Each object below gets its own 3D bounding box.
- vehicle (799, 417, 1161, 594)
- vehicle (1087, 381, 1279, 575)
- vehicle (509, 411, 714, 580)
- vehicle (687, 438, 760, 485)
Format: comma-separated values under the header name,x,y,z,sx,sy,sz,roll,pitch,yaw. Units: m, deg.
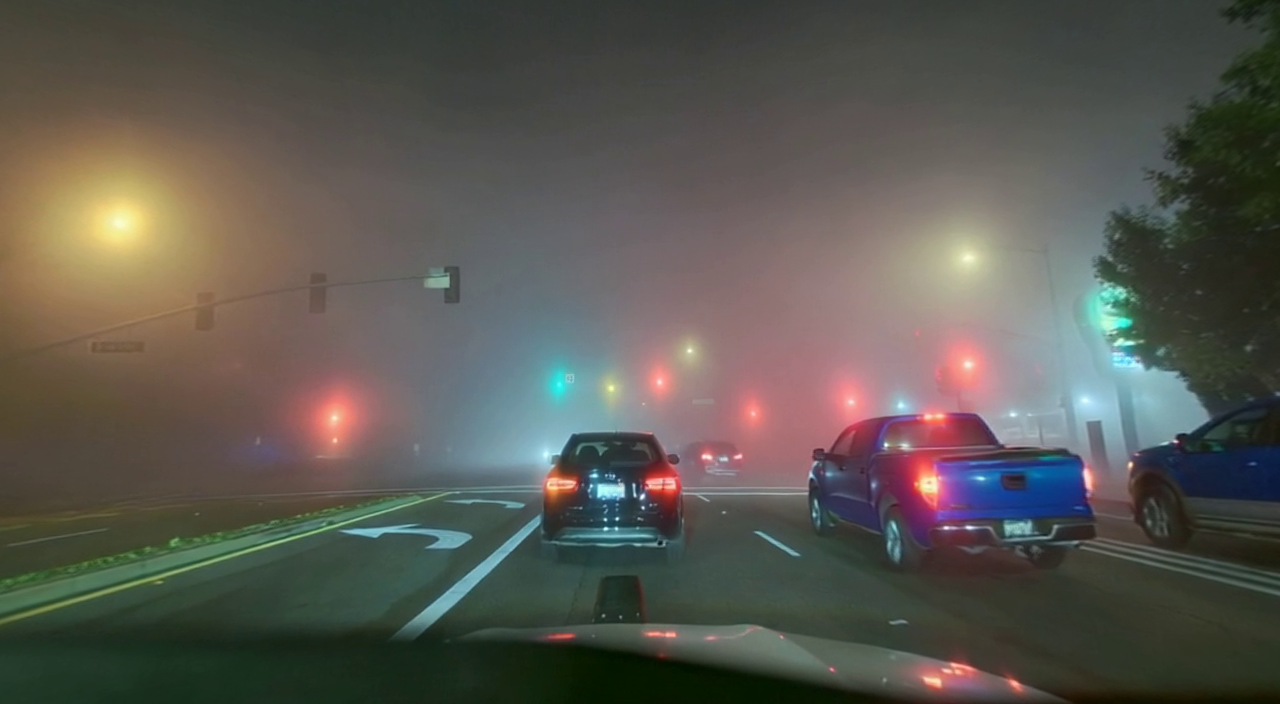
name,x,y,z,sx,sy,sz,roll,pitch,yaw
vehicle,3.618,1.707,7.973,1.955,1.550,4.587,0,-8,-1
vehicle,7.546,1.223,6.063,2.240,1.923,5.678,0,-8,-1
vehicle,-0.294,1.711,8.239,2.037,1.674,3.693,0,-8,0
vehicle,3.116,4.174,24.432,2.031,1.626,4.264,0,-8,-3
